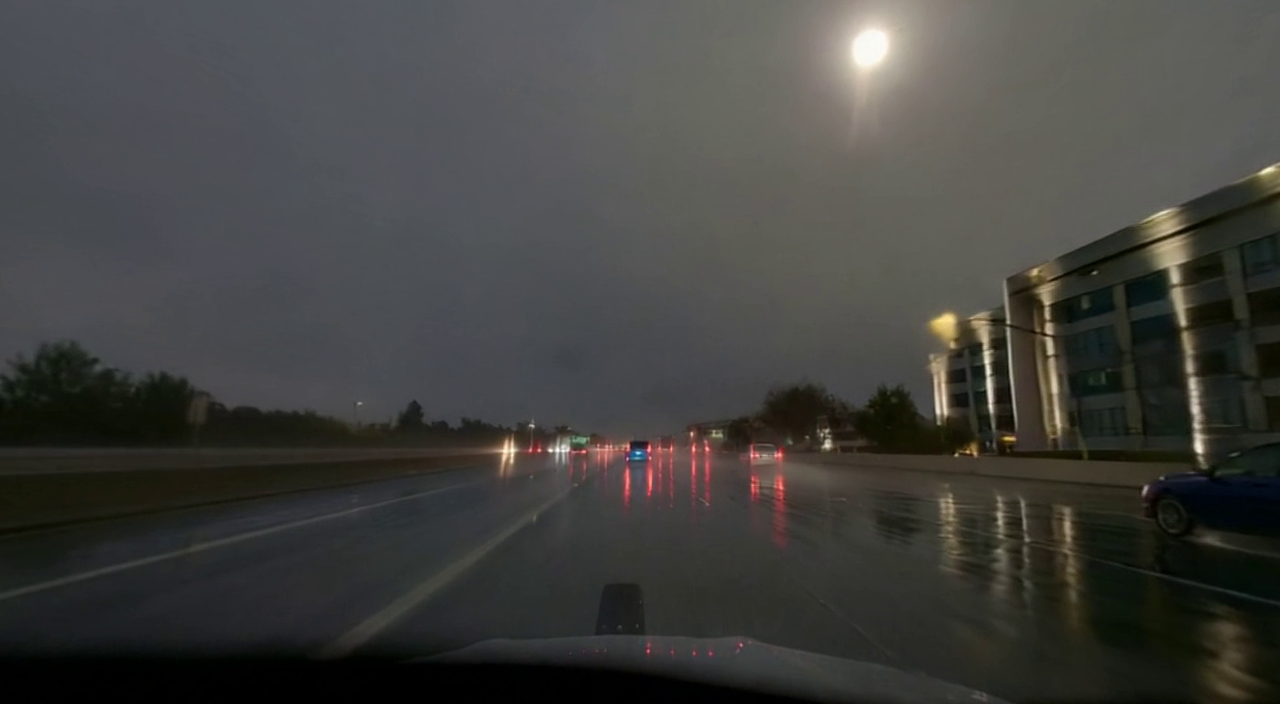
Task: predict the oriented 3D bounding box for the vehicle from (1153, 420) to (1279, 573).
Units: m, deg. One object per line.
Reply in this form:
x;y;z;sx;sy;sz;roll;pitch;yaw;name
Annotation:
7.329;1.300;5.333;1.937;1.498;4.710;0;-8;-1;vehicle

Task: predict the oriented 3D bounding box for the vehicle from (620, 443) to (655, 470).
-0.158;6.305;38.202;2.036;1.542;3.891;0;-8;0;vehicle
